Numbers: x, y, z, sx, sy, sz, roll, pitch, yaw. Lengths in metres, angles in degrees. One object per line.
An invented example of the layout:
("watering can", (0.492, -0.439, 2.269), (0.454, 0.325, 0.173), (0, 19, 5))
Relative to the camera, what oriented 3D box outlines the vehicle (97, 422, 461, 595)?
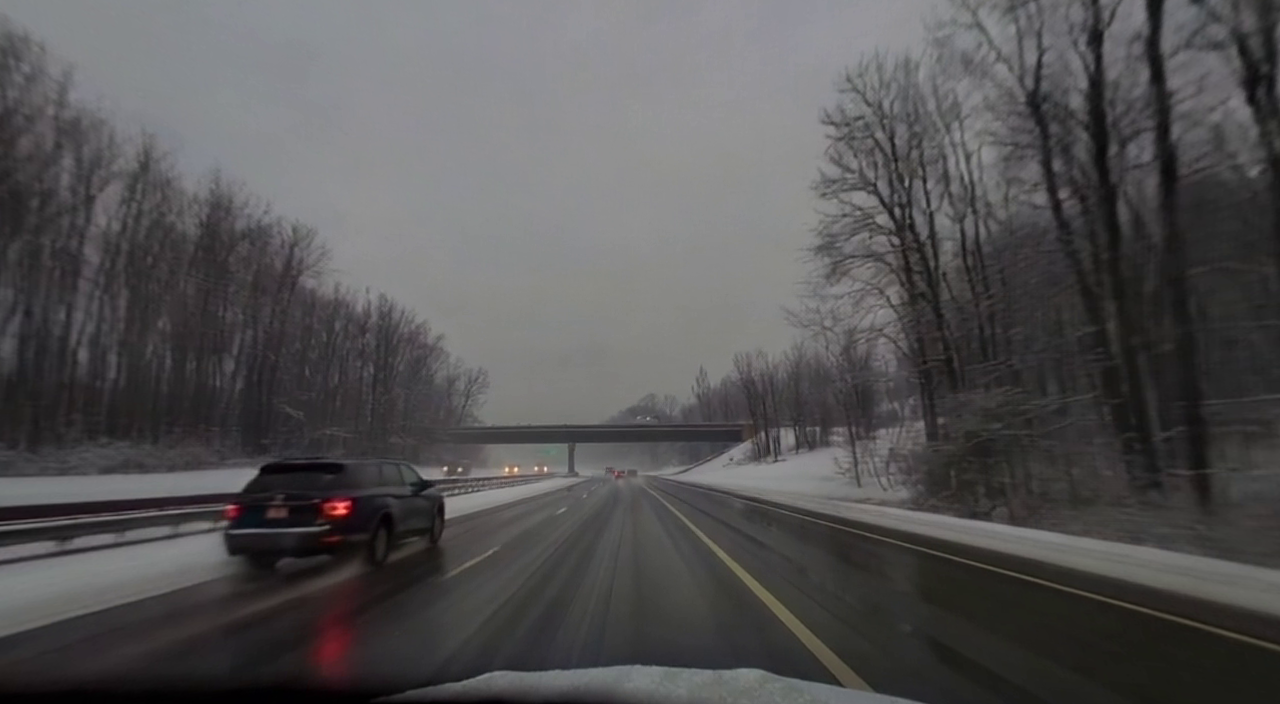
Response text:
("vehicle", (-4.484, 2.107, 9.157), (2.286, 1.757, 5.057), (1, -11, -1))
